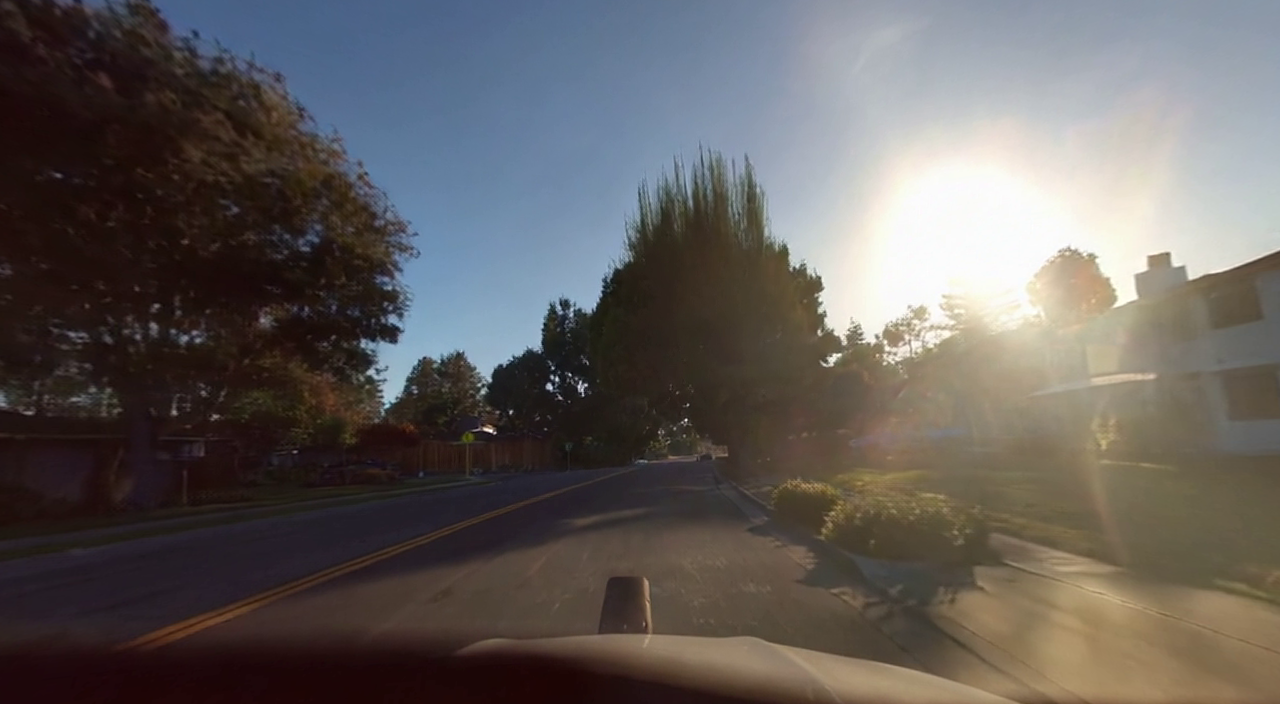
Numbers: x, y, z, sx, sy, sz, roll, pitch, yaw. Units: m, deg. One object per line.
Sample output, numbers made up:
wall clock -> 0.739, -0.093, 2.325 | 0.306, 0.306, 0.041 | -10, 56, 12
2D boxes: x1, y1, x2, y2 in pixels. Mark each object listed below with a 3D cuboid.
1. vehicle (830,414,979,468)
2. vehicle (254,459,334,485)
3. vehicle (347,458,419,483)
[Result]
vehicle -> 11.824, 4.095, 28.630 | 5.704, 1.788, 2.095 | -7, -11, 9
vehicle -> -24.822, 8.646, 45.293 | 4.751, 1.489, 2.052 | -5, -9, 8
vehicle -> -18.052, 8.341, 44.367 | 4.270, 1.481, 1.972 | -4, -9, 10
